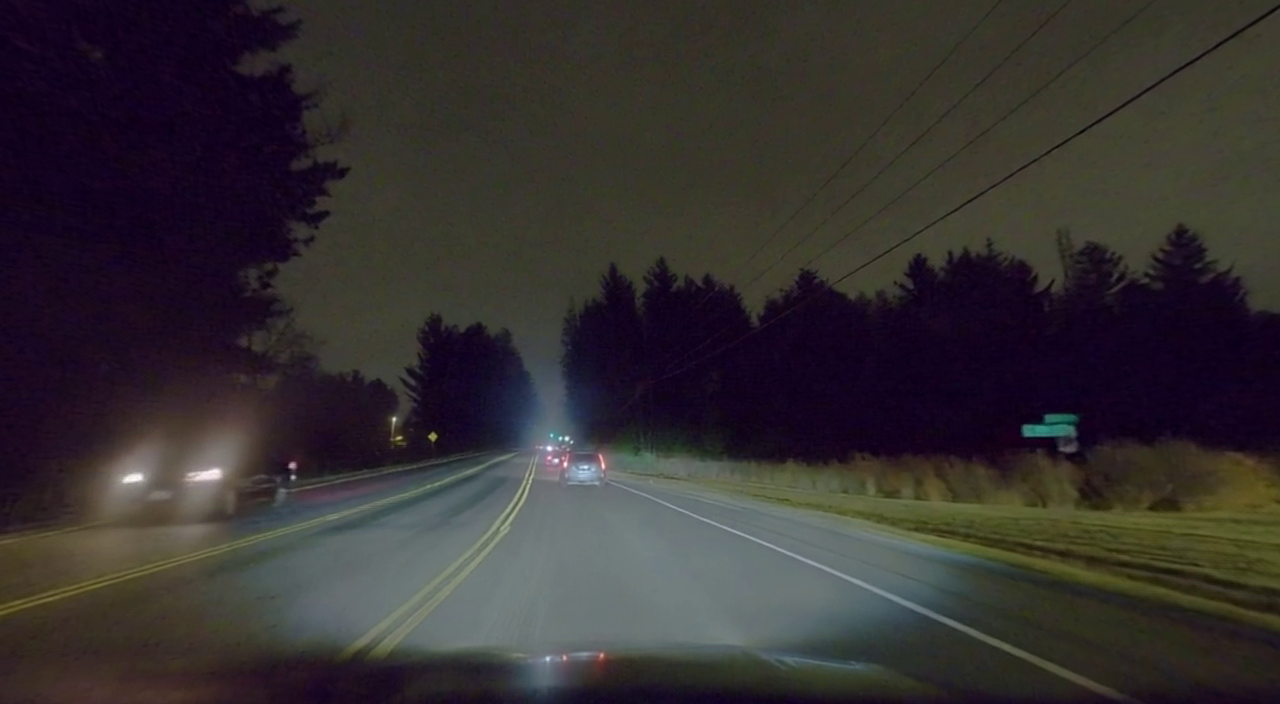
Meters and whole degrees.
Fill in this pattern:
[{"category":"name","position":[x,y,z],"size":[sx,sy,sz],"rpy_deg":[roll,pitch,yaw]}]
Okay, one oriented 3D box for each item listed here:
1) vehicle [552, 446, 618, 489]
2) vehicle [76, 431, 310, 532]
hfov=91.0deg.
[{"category":"vehicle","position":[-2.206,4.373,24.244],"size":[2.296,1.510,4.068],"rpy_deg":[1,-9,-8]},{"category":"vehicle","position":[-8.357,2.410,12.310],"size":[1.894,1.621,3.900],"rpy_deg":[1,-8,-5]}]
